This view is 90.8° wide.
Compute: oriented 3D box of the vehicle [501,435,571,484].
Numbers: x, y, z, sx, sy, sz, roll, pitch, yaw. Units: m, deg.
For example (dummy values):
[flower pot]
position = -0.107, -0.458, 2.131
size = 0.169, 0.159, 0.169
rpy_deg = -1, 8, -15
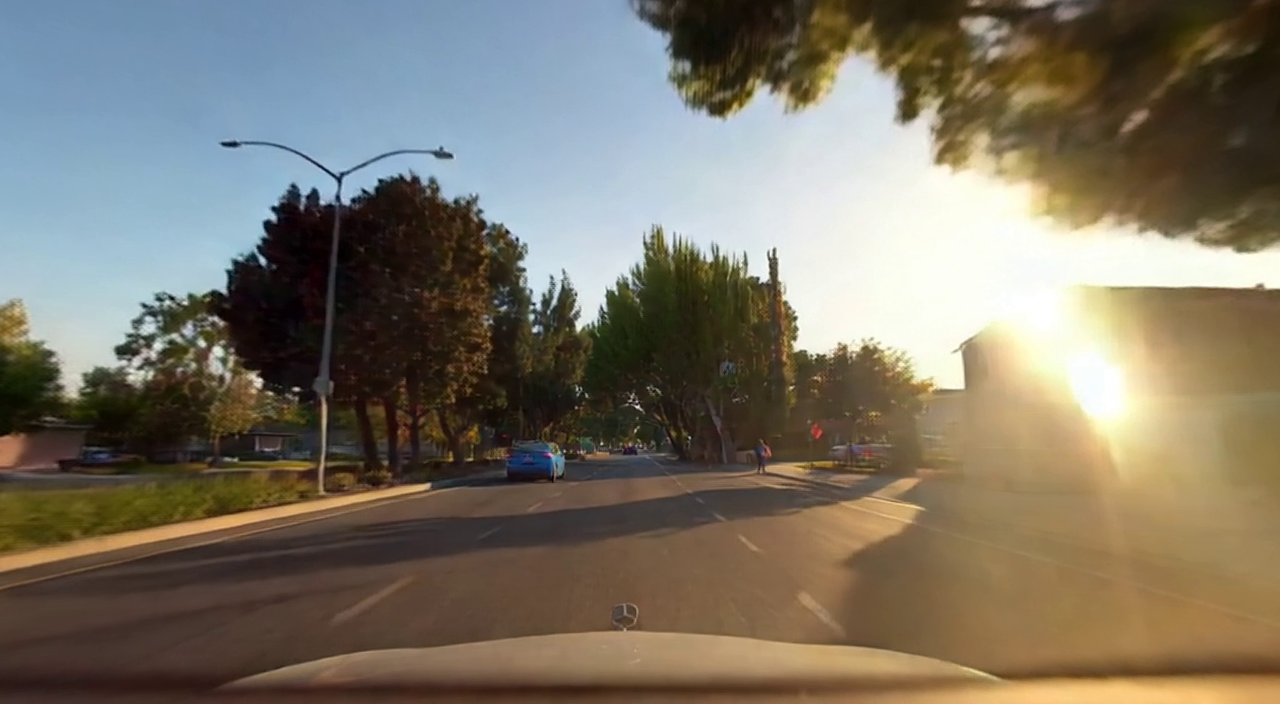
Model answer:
[vehicle]
position = -3.999, 4.183, 24.962
size = 1.993, 1.733, 4.262
rpy_deg = 0, -8, 1
